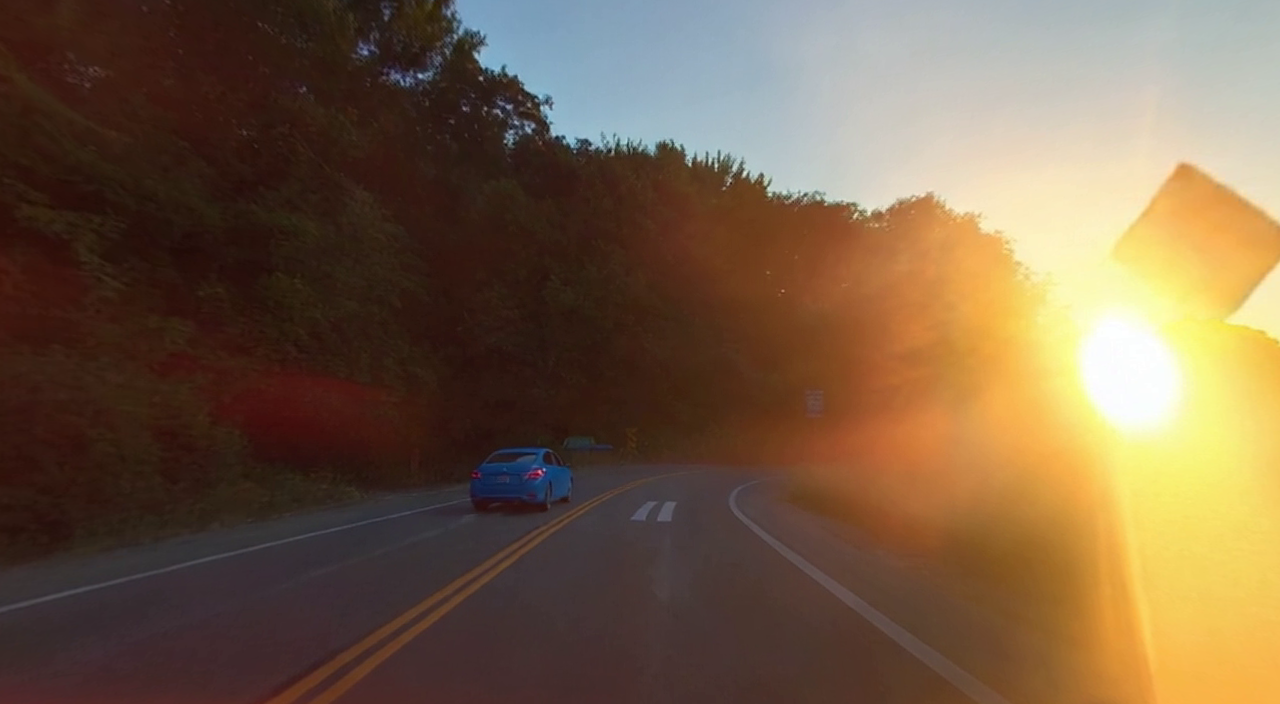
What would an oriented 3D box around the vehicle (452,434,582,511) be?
[{"bbox_3d":[-2.784,2.866,15.307,2.078,1.607,3.959,-1,-9,4],"label":"vehicle"}]
